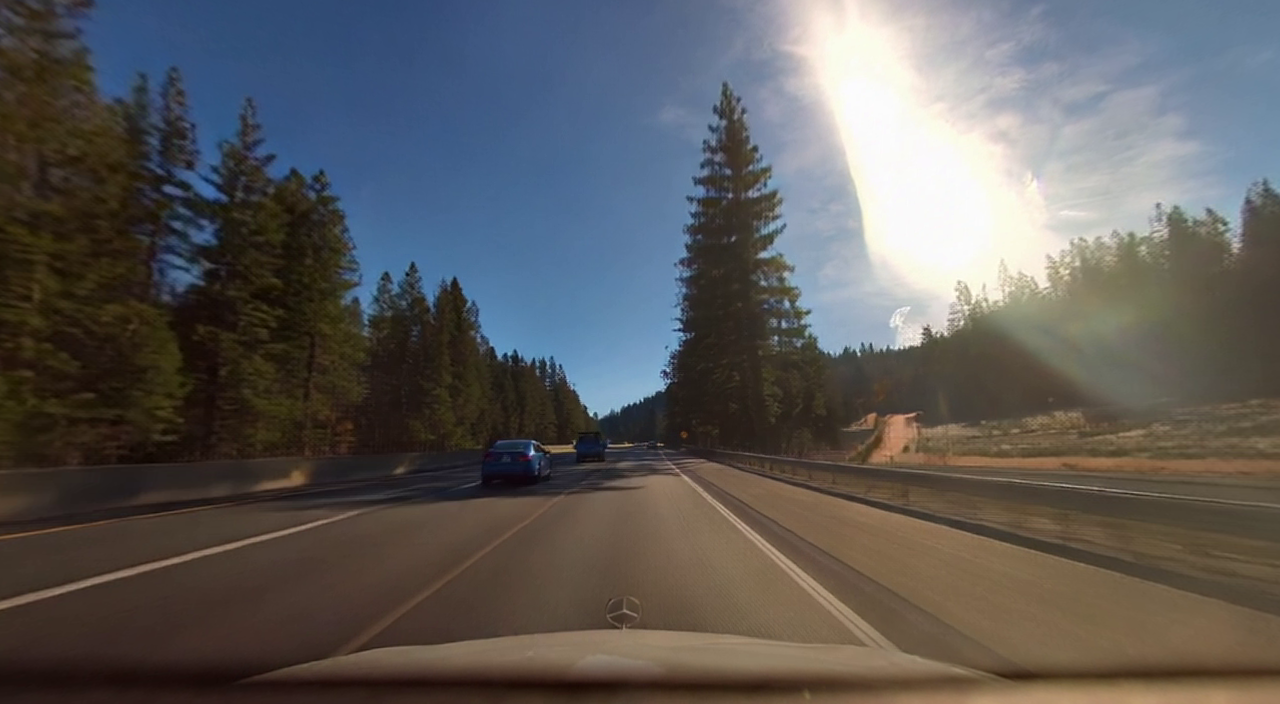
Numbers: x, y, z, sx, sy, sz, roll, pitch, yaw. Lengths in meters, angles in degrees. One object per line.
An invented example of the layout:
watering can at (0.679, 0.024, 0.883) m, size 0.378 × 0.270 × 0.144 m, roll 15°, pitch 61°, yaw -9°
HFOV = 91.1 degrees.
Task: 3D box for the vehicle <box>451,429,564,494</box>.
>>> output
vehicle at (-3.543, 3.045, 17.826) m, size 2.053 × 1.589 × 4.671 m, roll 0°, pitch -8°, yaw 2°

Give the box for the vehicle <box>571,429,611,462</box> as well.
vehicle at (-3.241, 6.365, 42.728) m, size 2.241 × 2.095 × 4.985 m, roll 0°, pitch -8°, yaw 1°
